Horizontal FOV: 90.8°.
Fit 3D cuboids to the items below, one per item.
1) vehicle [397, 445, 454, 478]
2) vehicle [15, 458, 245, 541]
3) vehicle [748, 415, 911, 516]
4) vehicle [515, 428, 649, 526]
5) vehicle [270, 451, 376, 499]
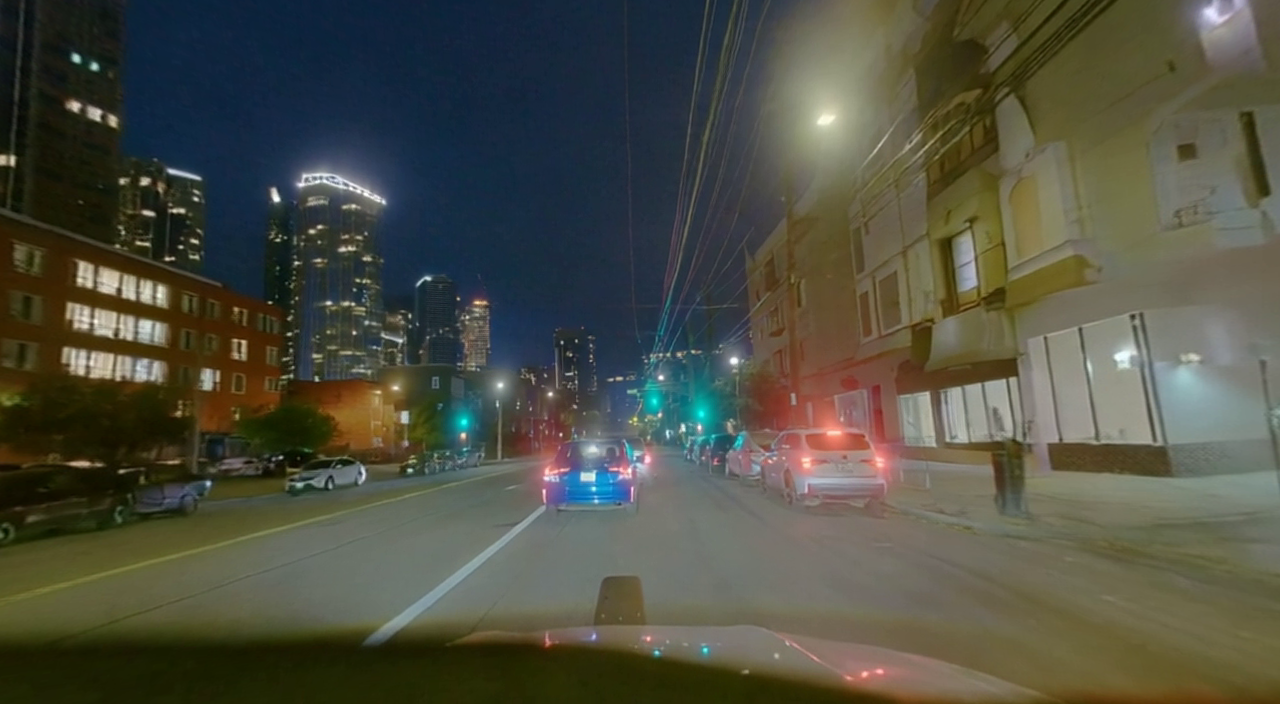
[{"bbox_3d":[-12.256,6.250,36.409,2.011,1.687,4.079,-3,-8,-2],"label":"vehicle"},{"bbox_3d":[-12.061,3.448,15.487,1.850,1.487,4.711,-3,-8,-1],"label":"vehicle"},{"bbox_3d":[3.666,2.298,13.215,1.967,1.721,4.410,0,-8,-1],"label":"vehicle"},{"bbox_3d":[-0.901,2.230,11.896,2.019,1.453,4.603,0,-8,-1],"label":"vehicle"},{"bbox_3d":[-12.140,4.680,24.501,1.868,1.491,4.367,-5,-8,0],"label":"vehicle"}]
